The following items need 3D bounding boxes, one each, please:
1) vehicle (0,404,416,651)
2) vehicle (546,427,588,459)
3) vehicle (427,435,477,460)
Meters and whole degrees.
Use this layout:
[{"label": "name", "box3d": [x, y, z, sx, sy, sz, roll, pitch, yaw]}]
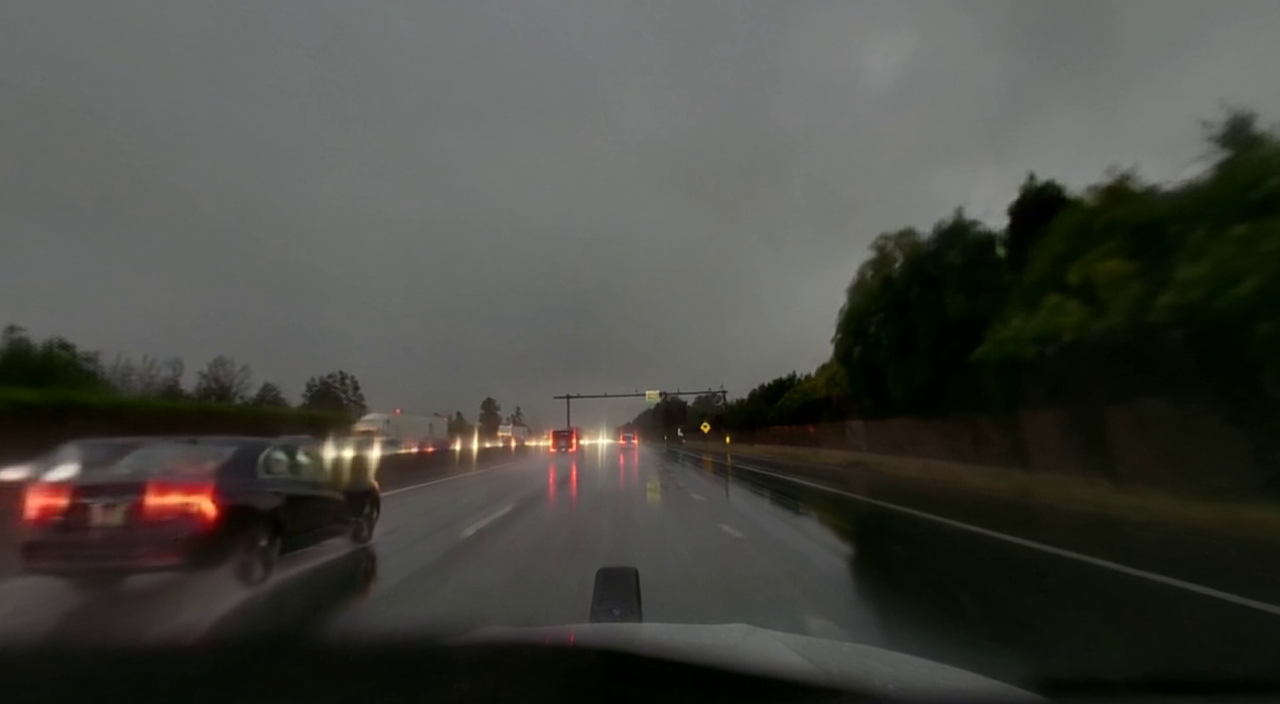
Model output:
[{"label": "vehicle", "box3d": [-3.925, 1.398, 6.133, 1.953, 1.550, 4.167, 0, -8, 0]}, {"label": "vehicle", "box3d": [-4.641, 5.854, 40.589, 2.115, 1.887, 4.721, 0, -8, 0]}, {"label": "vehicle", "box3d": [-13.225, 6.703, 44.548, 2.064, 1.646, 4.738, 0, -8, 0]}]
